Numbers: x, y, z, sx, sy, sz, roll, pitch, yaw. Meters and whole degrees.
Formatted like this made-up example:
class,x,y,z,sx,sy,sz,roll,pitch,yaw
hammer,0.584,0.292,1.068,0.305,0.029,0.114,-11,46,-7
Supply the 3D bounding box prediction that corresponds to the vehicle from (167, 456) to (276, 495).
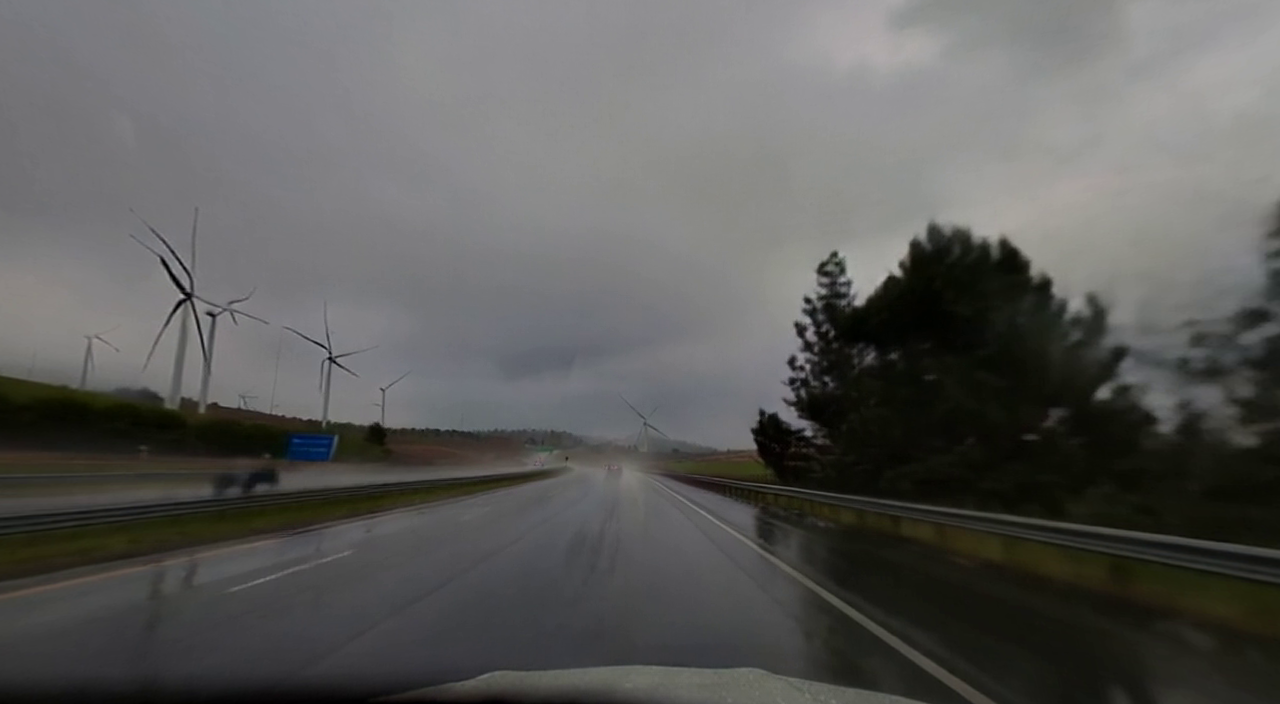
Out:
class,x,y,z,sx,sy,sz,roll,pitch,yaw
vehicle,-17.285,5.116,26.270,1.818,1.471,3.973,1,-10,-1
